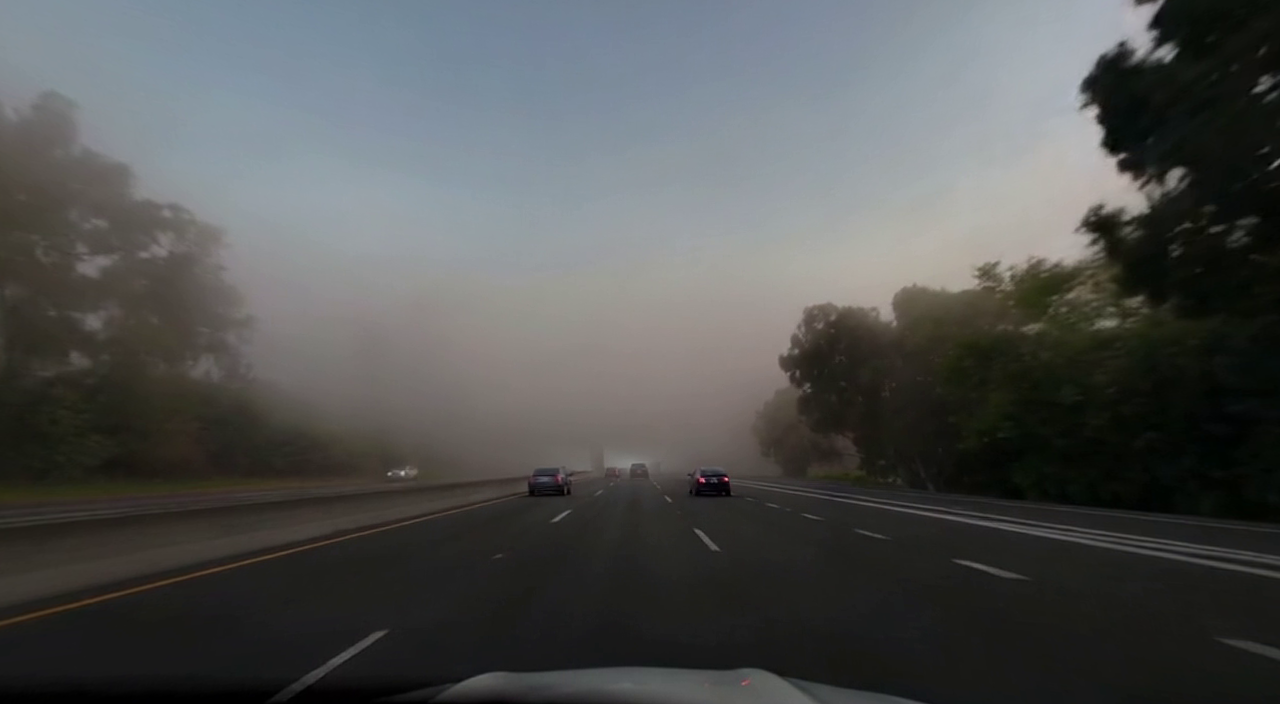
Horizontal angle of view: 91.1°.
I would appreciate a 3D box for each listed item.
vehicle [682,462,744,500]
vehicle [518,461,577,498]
[{"bbox_3d":[3.129,5.662,27.835,2.092,1.518,4.348,1,-10,-2],"label":"vehicle"},{"bbox_3d":[-3.992,5.616,27.871,1.975,1.486,3.903,1,-10,1],"label":"vehicle"}]
